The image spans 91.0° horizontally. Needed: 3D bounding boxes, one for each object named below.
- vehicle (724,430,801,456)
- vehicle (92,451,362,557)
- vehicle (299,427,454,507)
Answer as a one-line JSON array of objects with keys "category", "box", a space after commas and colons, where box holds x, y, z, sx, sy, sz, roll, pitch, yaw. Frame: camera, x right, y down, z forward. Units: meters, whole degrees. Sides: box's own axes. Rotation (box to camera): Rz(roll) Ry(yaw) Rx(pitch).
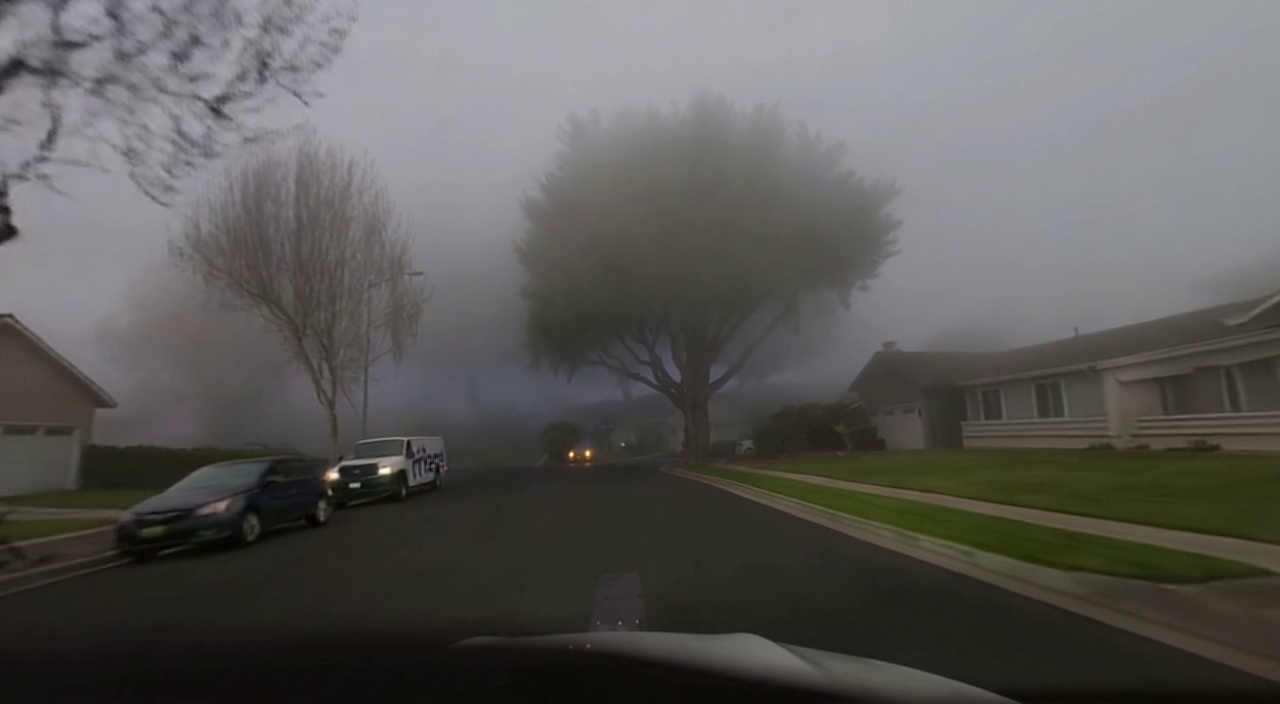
[{"category": "vehicle", "box": [7.954, 5.892, 41.038, 4.533, 1.557, 1.981, 2, -6, -13]}, {"category": "vehicle", "box": [-6.671, 2.439, 10.841, 2.017, 1.397, 4.004, 0, -8, -2]}, {"category": "vehicle", "box": [-7.315, 3.247, 18.336, 2.338, 1.925, 5.725, 0, -8, -3]}]
